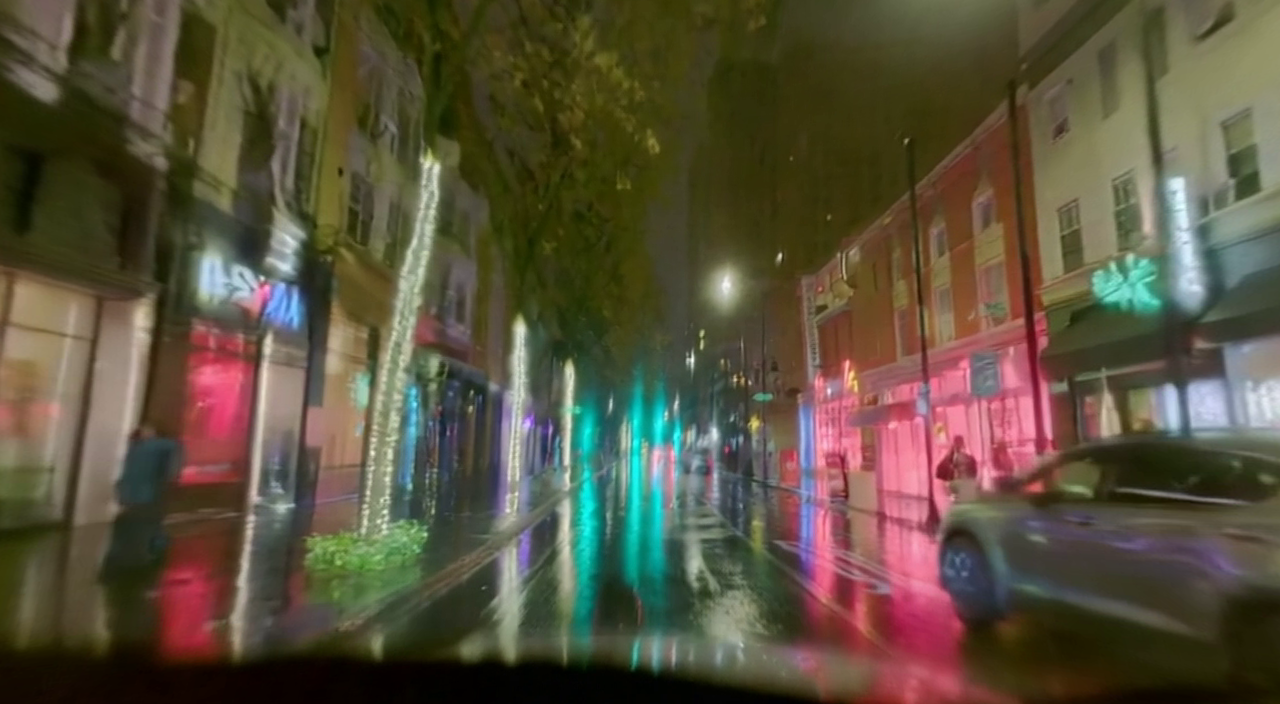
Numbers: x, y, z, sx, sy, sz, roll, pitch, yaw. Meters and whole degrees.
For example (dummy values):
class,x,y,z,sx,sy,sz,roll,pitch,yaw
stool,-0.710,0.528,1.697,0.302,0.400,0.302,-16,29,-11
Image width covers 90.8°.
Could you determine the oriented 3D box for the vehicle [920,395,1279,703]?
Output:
class,x,y,z,sx,sy,sz,roll,pitch,yaw
vehicle,3.482,1.082,3.332,1.971,1.559,4.326,0,-9,-1
